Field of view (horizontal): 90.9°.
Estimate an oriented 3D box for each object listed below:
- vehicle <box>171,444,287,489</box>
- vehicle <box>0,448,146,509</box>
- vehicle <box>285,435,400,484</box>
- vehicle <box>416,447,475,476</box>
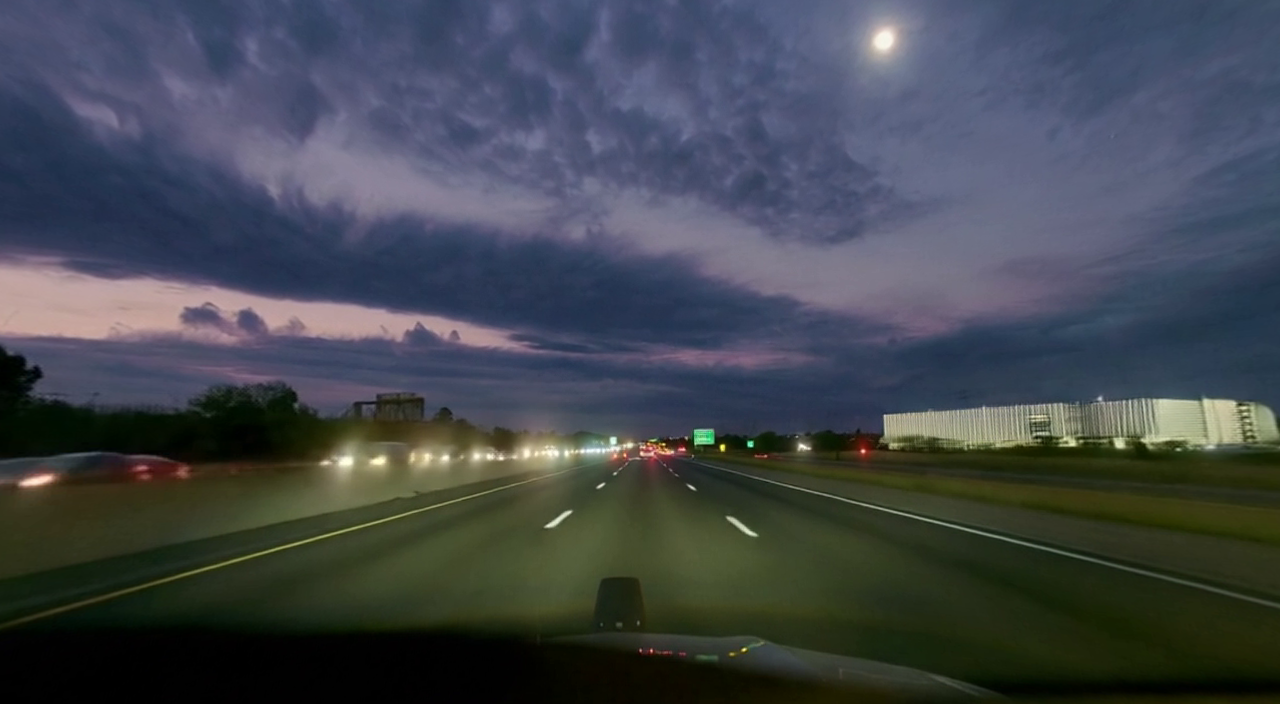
[{"bbox_3d":[-16.050,4.477,24.870,1.892,1.588,3.811,-1,-9,1],"label":"vehicle"},{"bbox_3d":[-16.106,3.314,16.935,1.940,1.436,4.528,0,-9,0],"label":"vehicle"},{"bbox_3d":[-11.571,4.233,25.038,2.060,1.730,5.120,0,-9,0],"label":"vehicle"},{"bbox_3d":[-10.820,6.104,35.350,1.930,1.455,4.135,-1,-9,1],"label":"vehicle"}]
